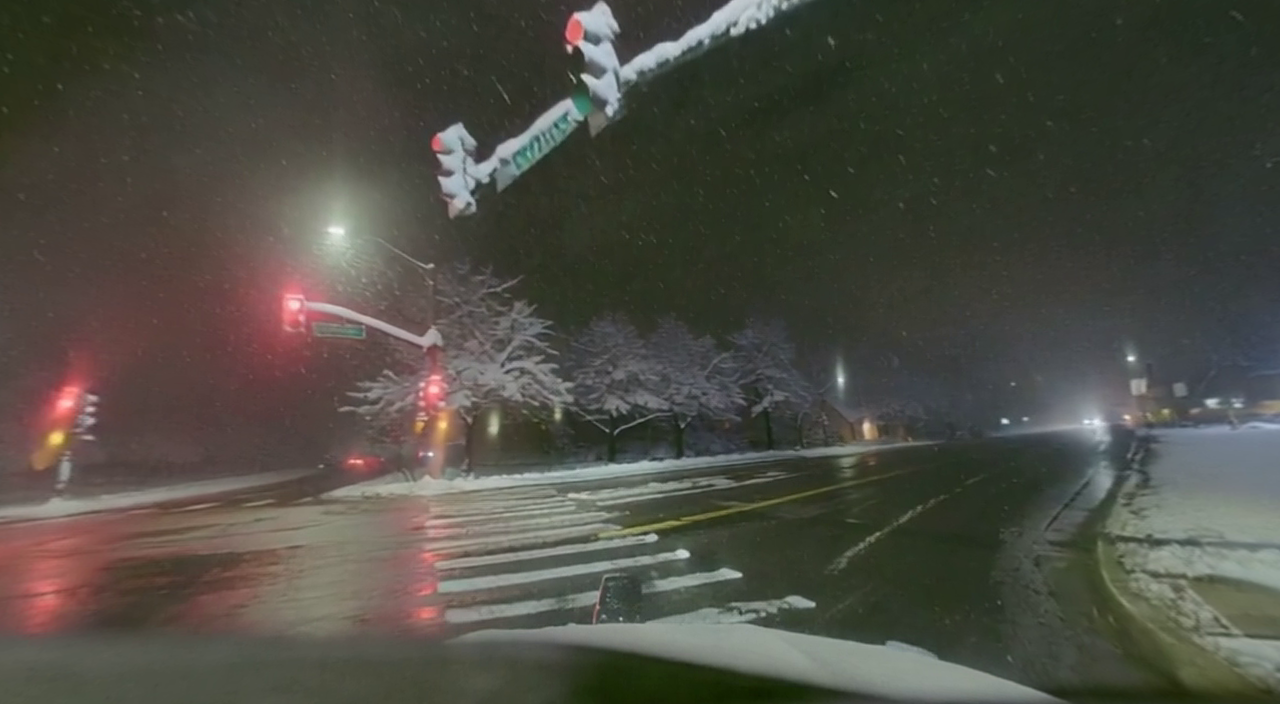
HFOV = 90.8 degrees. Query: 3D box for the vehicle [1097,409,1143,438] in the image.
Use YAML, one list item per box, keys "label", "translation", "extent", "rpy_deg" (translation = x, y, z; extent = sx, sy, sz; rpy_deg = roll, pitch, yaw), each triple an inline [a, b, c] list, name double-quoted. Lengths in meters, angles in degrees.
- label: "vehicle"
  translation: [34.771, 5.266, 45.727]
  extent: [2.194, 1.896, 5.049]
  rpy_deg: [-8, -11, 40]
